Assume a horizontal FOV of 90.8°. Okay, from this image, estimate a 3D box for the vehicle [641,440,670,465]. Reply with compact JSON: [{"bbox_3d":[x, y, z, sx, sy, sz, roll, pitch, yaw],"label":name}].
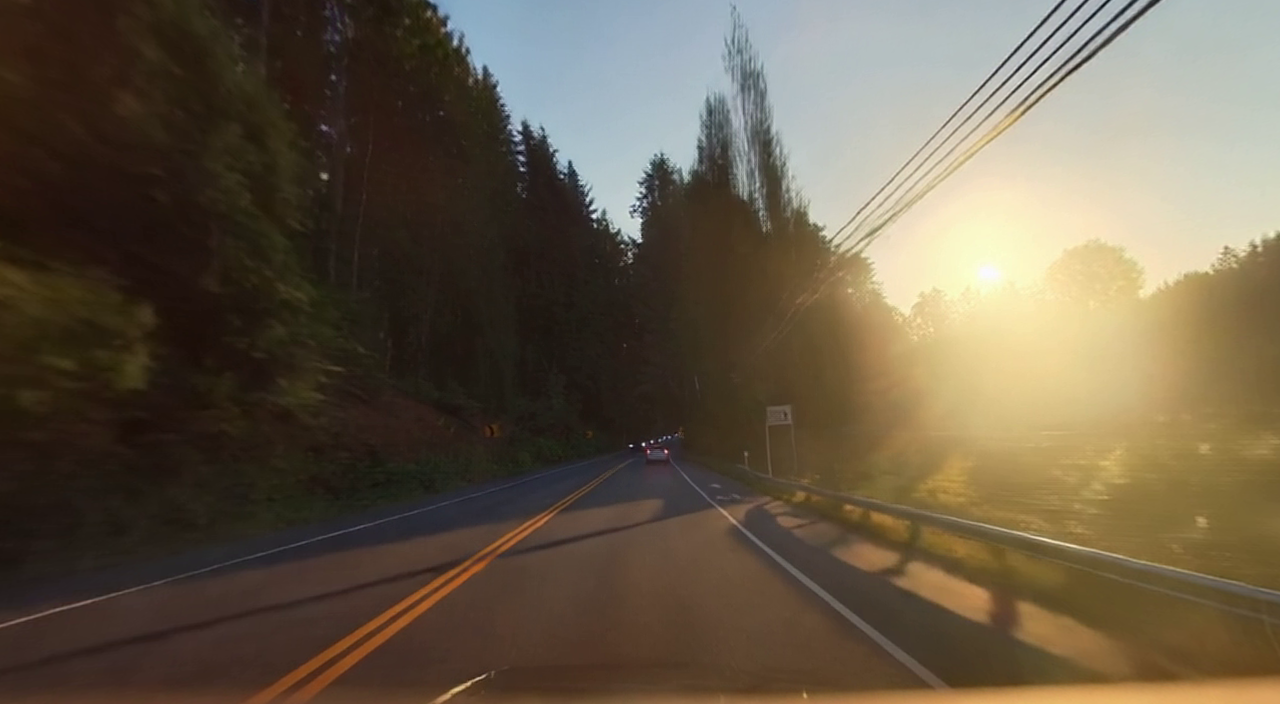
[{"bbox_3d":[1.232,7.639,48.249,2.083,1.767,4.448,0,-9,2],"label":"vehicle"}]
